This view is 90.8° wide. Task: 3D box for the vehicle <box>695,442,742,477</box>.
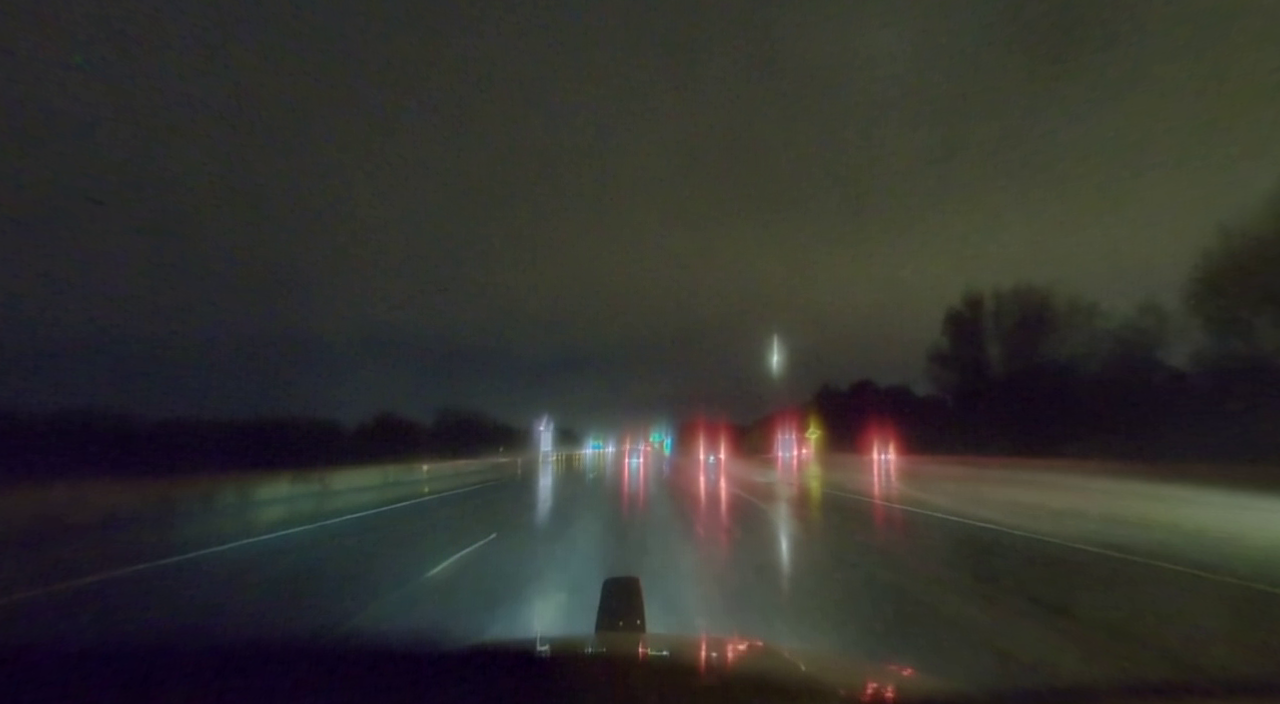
[{"bbox_3d":[4.238,5.896,34.828,2.133,1.746,4.511,0,-9,1],"label":"vehicle"}]
